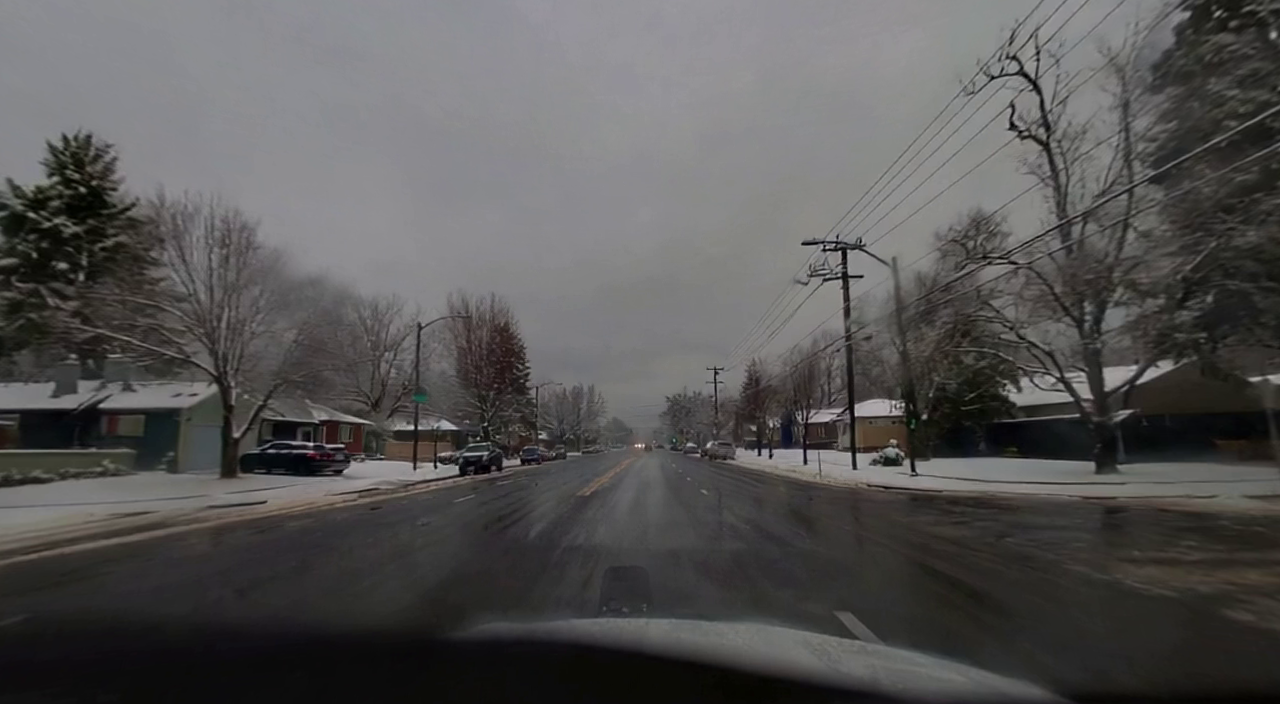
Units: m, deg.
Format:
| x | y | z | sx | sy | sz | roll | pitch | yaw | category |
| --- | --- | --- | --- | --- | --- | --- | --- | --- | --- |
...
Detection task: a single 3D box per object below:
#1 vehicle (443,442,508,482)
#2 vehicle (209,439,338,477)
| x | y | z | sx | sy | sz | roll | pitch | yaw | category |
| --- | --- | --- | --- | --- | --- | --- | --- | --- | --- |
| -9.945 | 6.644 | 38.590 | 2.419 | 2.001 | 5.566 | -3 | -7 | 1 | vehicle |
| -17.818 | 5.173 | 30.814 | 5.004 | 1.755 | 2.038 | 0 | -8 | 0 | vehicle |
